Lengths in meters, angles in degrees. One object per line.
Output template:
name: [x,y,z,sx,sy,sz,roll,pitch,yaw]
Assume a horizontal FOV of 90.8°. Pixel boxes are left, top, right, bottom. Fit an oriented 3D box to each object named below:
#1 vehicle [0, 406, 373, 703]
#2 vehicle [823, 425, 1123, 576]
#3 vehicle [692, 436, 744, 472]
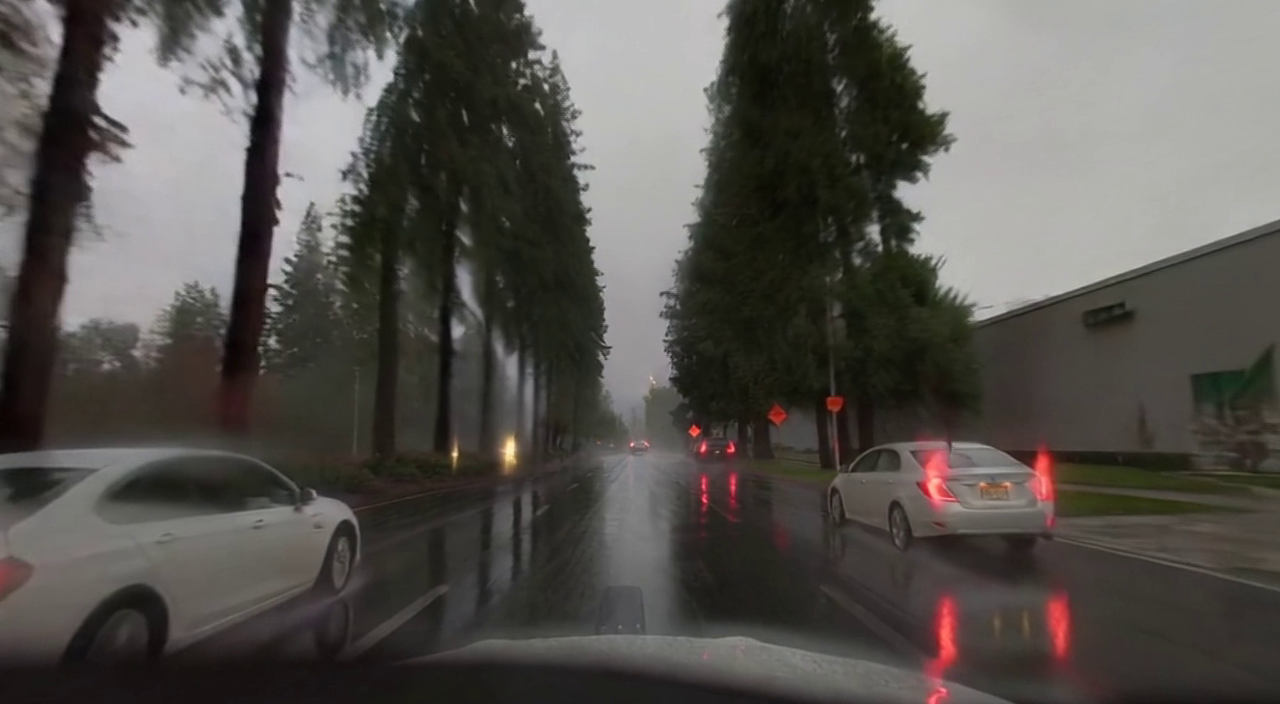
vehicle: [-3.521,1.171,3.863,2.020,1.474,4.098,0,-9,-1]
vehicle: [3.906,1.777,8.287,1.827,1.491,3.743,0,-9,-1]
vehicle: [4.109,5.479,34.077,2.159,1.793,4.735,0,-9,-1]
